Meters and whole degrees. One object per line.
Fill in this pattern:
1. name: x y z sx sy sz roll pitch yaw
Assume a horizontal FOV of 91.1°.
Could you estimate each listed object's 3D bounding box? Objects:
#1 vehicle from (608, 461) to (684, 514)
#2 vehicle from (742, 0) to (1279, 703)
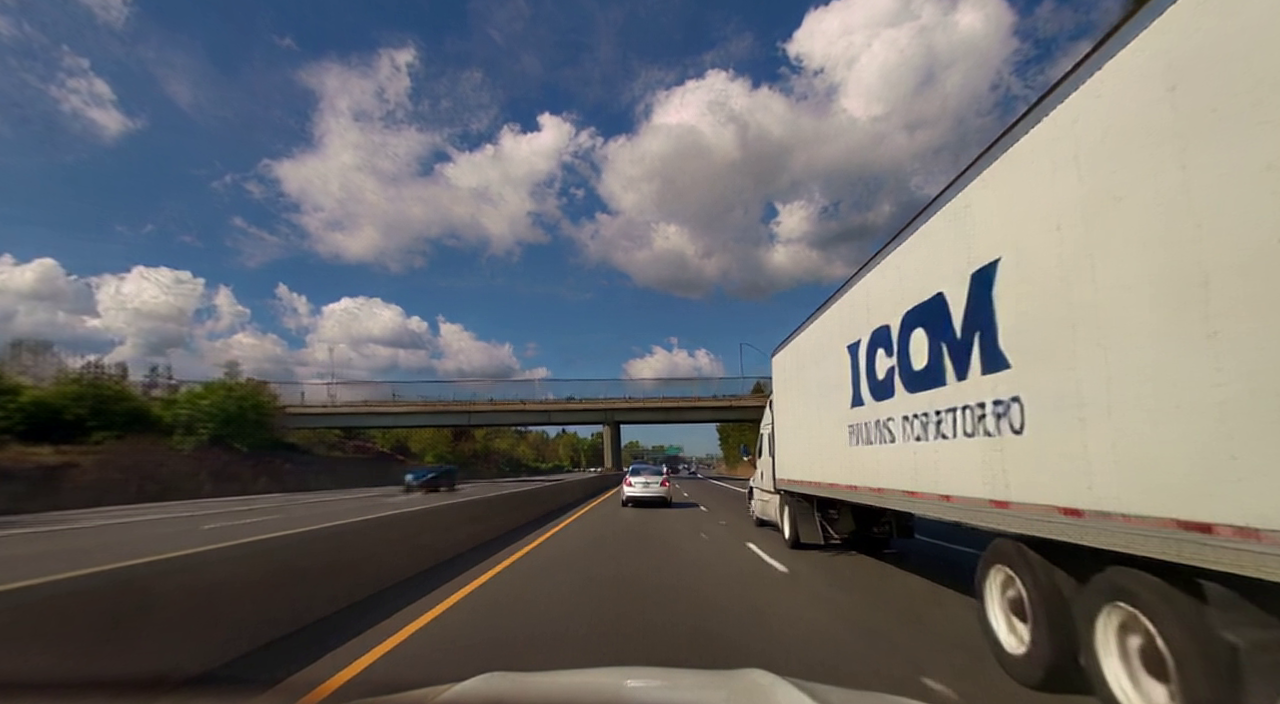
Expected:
1. vehicle: 0.212 4.203 19.761 2.156 1.444 3.762 1 -10 1
2. vehicle: 4.396 1.270 9.585 2.964 4.188 16.587 1 -10 0
